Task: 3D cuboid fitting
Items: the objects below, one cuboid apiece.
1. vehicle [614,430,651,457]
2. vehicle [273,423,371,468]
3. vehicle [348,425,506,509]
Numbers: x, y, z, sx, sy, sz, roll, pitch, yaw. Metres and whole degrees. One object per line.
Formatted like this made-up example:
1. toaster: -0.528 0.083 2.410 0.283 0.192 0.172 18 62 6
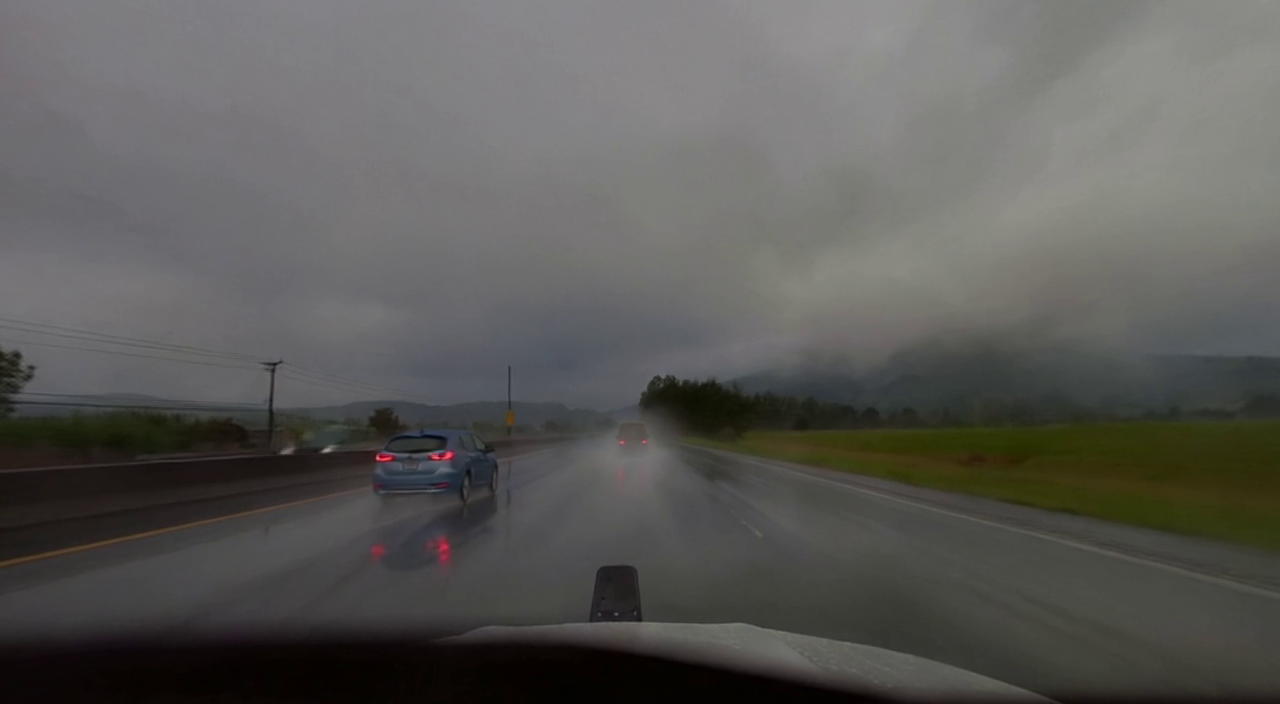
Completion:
1. vehicle: -0.485 5.782 39.906 2.162 1.616 4.242 0 -8 -1
2. vehicle: -12.856 3.788 25.797 1.893 1.689 4.182 0 -8 -1
3. vehicle: -4.251 2.338 13.384 1.931 1.483 4.105 0 -8 0
